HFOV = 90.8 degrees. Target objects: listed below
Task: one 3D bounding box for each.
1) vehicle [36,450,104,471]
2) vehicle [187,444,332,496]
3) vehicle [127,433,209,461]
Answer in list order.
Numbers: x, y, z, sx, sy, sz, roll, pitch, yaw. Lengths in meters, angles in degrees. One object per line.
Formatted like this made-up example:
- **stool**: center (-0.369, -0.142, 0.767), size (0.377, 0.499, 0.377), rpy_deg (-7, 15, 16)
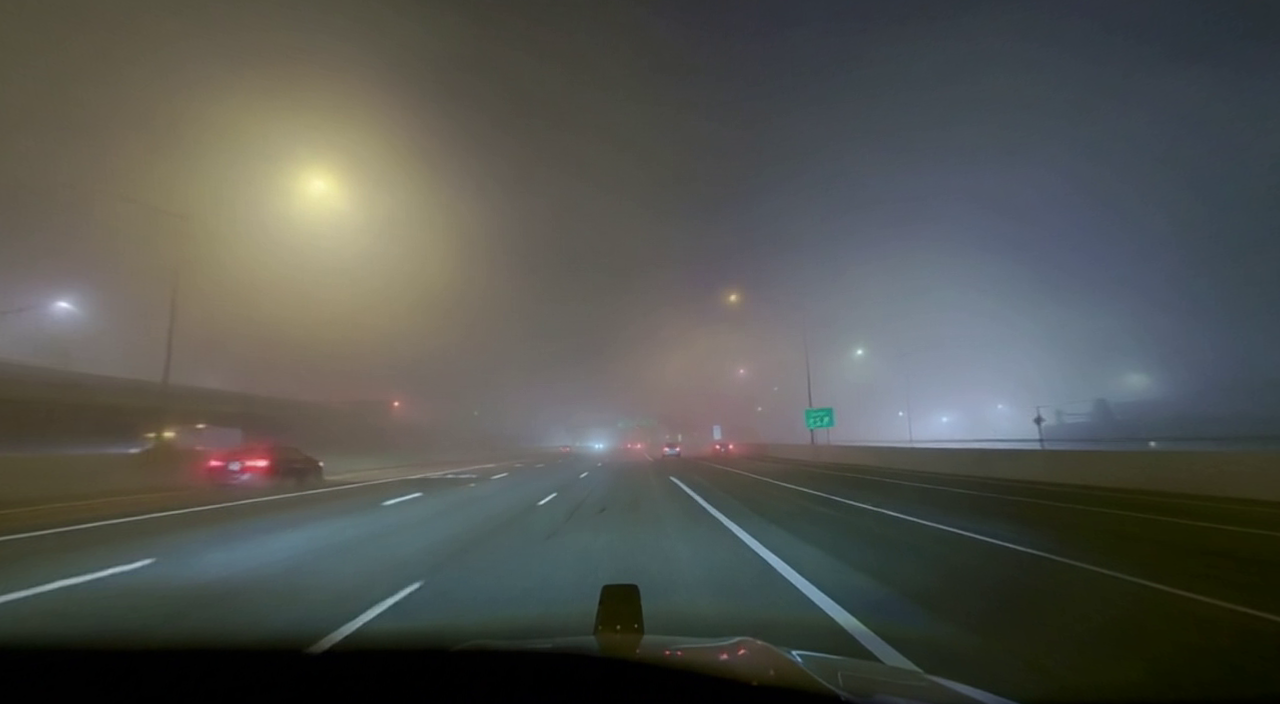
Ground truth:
- **vehicle**: center (-40.186, 7.656, 44.628), size (1.619, 1.377, 3.484), rpy_deg (0, -8, -1)
- **vehicle**: center (-11.470, 3.542, 19.460), size (1.861, 1.373, 4.211), rpy_deg (0, -8, 0)
- **vehicle**: center (-36.434, 7.320, 48.975), size (2.257, 2.052, 5.365), rpy_deg (0, -8, -1)
